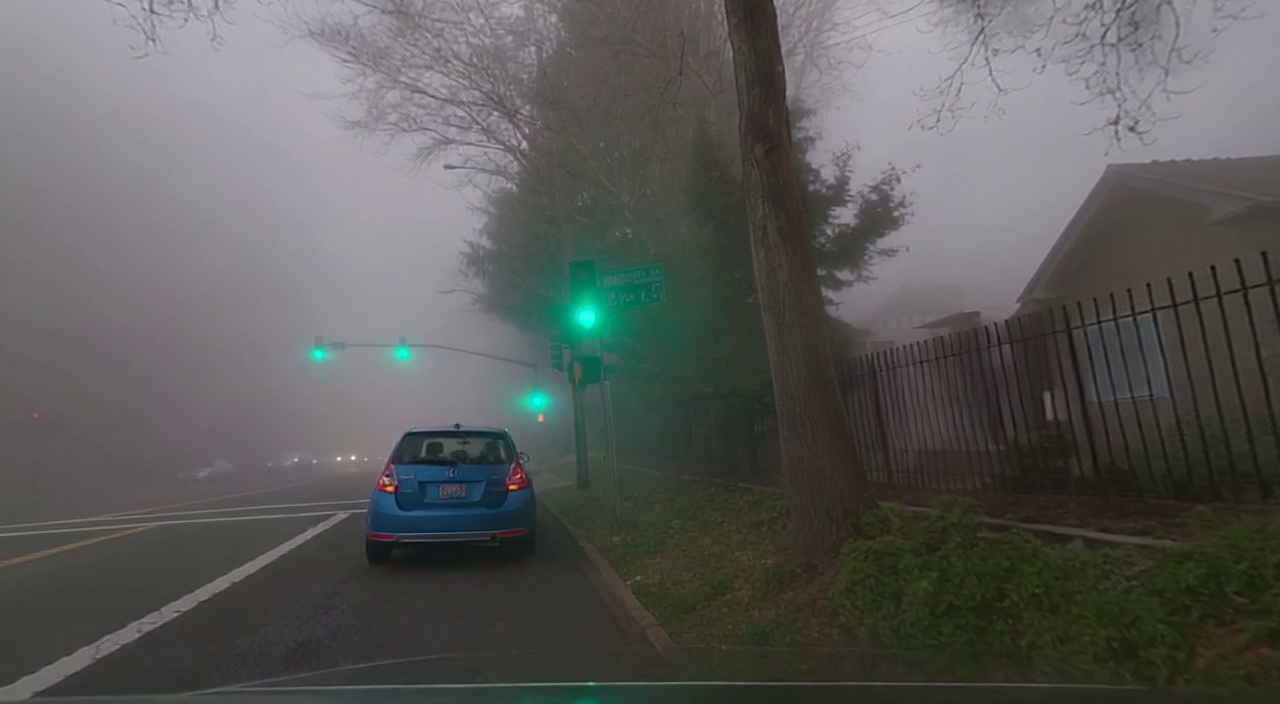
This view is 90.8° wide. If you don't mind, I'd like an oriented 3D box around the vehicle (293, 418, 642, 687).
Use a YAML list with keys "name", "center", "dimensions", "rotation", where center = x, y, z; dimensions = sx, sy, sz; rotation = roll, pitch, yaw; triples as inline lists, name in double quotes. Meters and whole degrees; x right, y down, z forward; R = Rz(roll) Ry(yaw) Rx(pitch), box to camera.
- name: "vehicle"
  center: [-1.426, 1.435, 5.672]
  dimensions: [2.024, 1.502, 3.702]
  rotation: [2, -9, -14]

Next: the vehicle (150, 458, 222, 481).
- name: "vehicle"
  center: [-34.775, 9.004, 48.455]
  dimensions: [3.959, 1.680, 1.785]
  rotation: [1, -9, -9]
